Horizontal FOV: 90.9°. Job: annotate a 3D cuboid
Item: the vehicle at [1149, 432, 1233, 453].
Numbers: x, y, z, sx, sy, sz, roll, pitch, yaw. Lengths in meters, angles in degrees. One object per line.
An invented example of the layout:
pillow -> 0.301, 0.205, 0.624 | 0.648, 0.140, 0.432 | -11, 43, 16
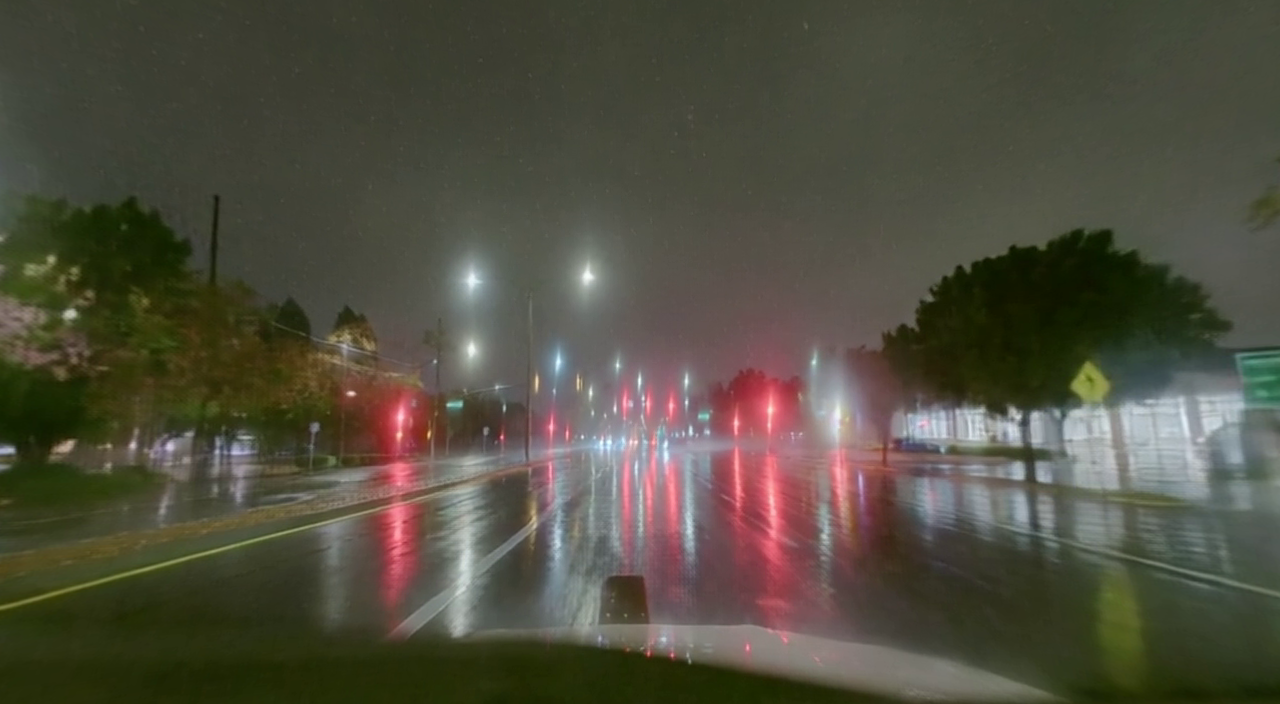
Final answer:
vehicle -> 40.015, 6.617, 45.929 | 1.770, 1.442, 4.897 | 0, -8, 1

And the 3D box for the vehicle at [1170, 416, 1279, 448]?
vehicle -> 42.854, 5.913, 46.177 | 2.372, 2.151, 6.657 | -1, -8, 2

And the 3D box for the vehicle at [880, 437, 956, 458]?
vehicle -> 19.998, 6.863, 45.432 | 4.479, 1.488, 2.038 | 0, -8, -1
